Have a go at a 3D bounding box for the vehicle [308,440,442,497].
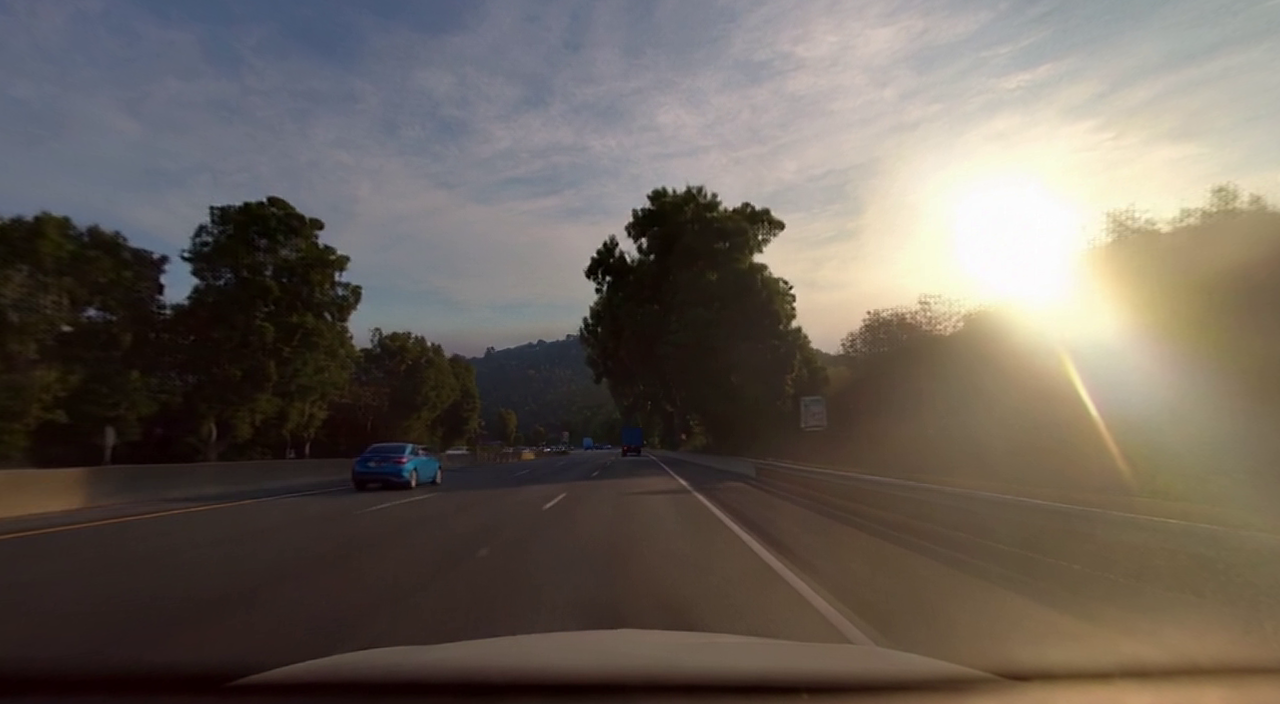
[{"bbox_3d":[-7.922,3.504,19.457,2.155,1.504,4.490,0,-8,0],"label":"vehicle"}]
